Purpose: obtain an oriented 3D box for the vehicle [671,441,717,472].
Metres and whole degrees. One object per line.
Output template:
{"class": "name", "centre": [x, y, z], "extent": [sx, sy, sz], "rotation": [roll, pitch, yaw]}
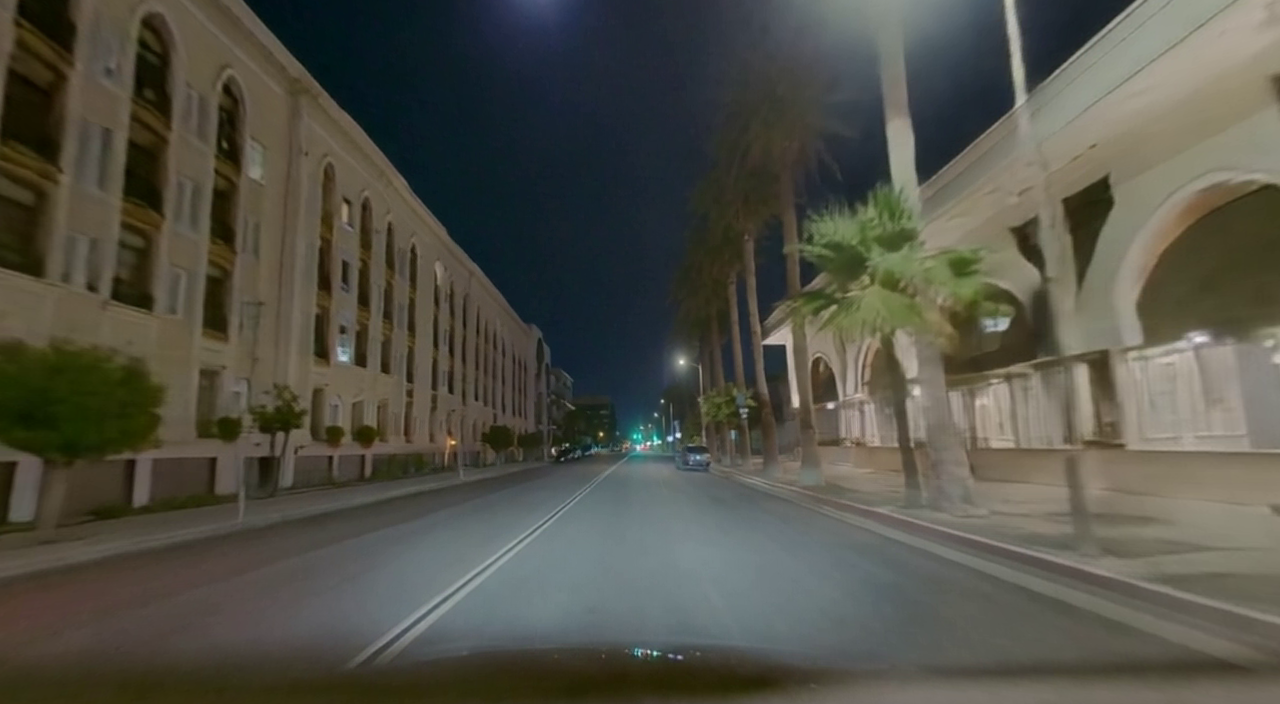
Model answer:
{"class": "vehicle", "centre": [2.853, 5.648, 34.317], "extent": [1.985, 1.543, 4.112], "rotation": [0, -8, -2]}
